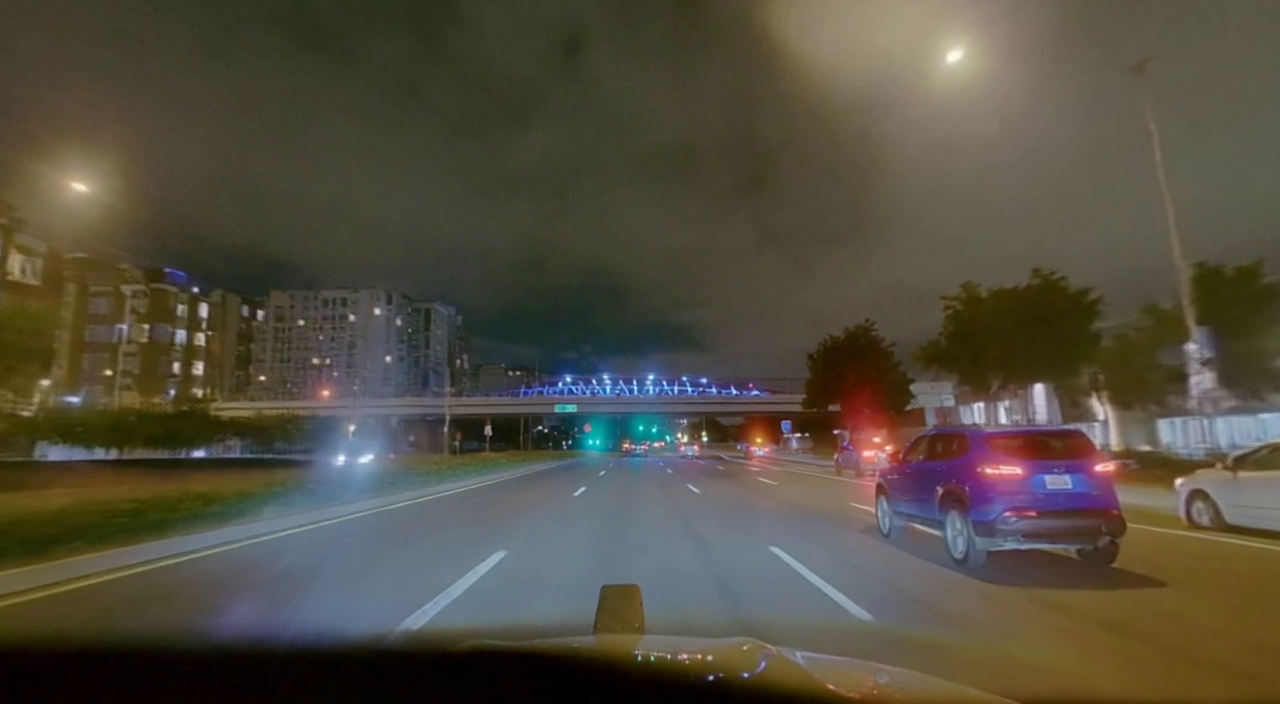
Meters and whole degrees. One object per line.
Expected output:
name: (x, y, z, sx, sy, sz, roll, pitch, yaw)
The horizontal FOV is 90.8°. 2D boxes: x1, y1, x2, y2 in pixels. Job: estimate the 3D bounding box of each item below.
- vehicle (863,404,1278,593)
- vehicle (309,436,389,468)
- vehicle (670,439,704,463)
vehicle: (4.835, 1.711, 8.273, 2.130, 1.741, 4.665, 0, -9, 0)
vehicle: (-16.433, 5.670, 35.974, 2.077, 1.676, 4.921, 0, -9, 2)
vehicle: (3.436, 7.358, 46.935, 2.165, 1.708, 3.928, 0, -9, 0)
